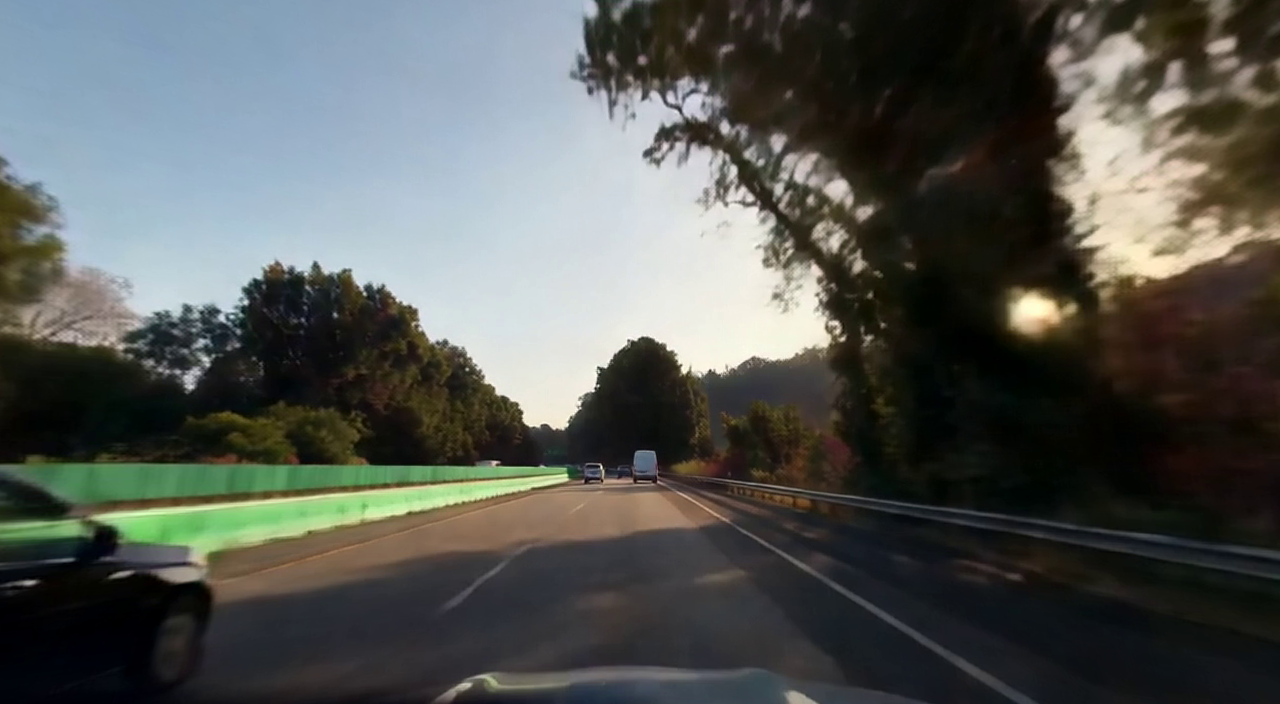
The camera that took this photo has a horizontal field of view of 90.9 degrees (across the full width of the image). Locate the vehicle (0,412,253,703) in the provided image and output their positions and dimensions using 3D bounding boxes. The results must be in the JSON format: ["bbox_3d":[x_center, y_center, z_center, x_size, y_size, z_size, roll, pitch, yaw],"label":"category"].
[{"bbox_3d":[-3.416,0.829,1.603,2.038,1.490,4.391,1,-11,0],"label":"vehicle"}]
